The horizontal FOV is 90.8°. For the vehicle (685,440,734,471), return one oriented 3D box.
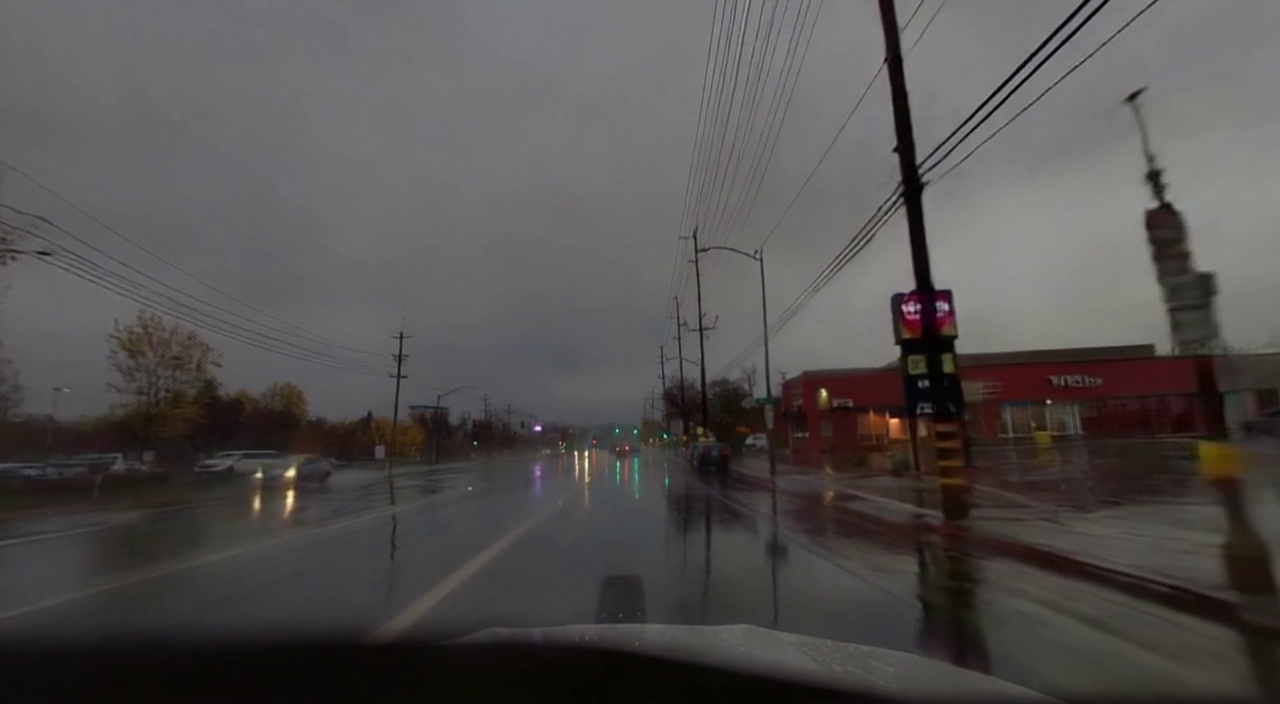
[{"bbox_3d":[3.567,5.434,33.295,1.922,1.507,4.824,0,-9,-1],"label":"vehicle"}]

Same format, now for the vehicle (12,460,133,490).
[{"bbox_3d":[-31.133,6.733,34.746,4.720,1.556,2.070,-1,-9,3],"label":"vehicle"}]

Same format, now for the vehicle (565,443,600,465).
[{"bbox_3d":[-4.249,7.612,47.197,2.179,1.490,4.742,0,-9,0],"label":"vehicle"}]

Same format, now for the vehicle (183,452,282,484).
[{"bbox_3d":[-25.832,7.321,40.204,2.239,1.802,4.652,-5,-10,28],"label":"vehicle"}]

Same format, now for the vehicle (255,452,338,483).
[{"bbox_3d":[-18.418,6.188,34.159,1.990,1.500,4.467,0,-9,0],"label":"vehicle"}]
